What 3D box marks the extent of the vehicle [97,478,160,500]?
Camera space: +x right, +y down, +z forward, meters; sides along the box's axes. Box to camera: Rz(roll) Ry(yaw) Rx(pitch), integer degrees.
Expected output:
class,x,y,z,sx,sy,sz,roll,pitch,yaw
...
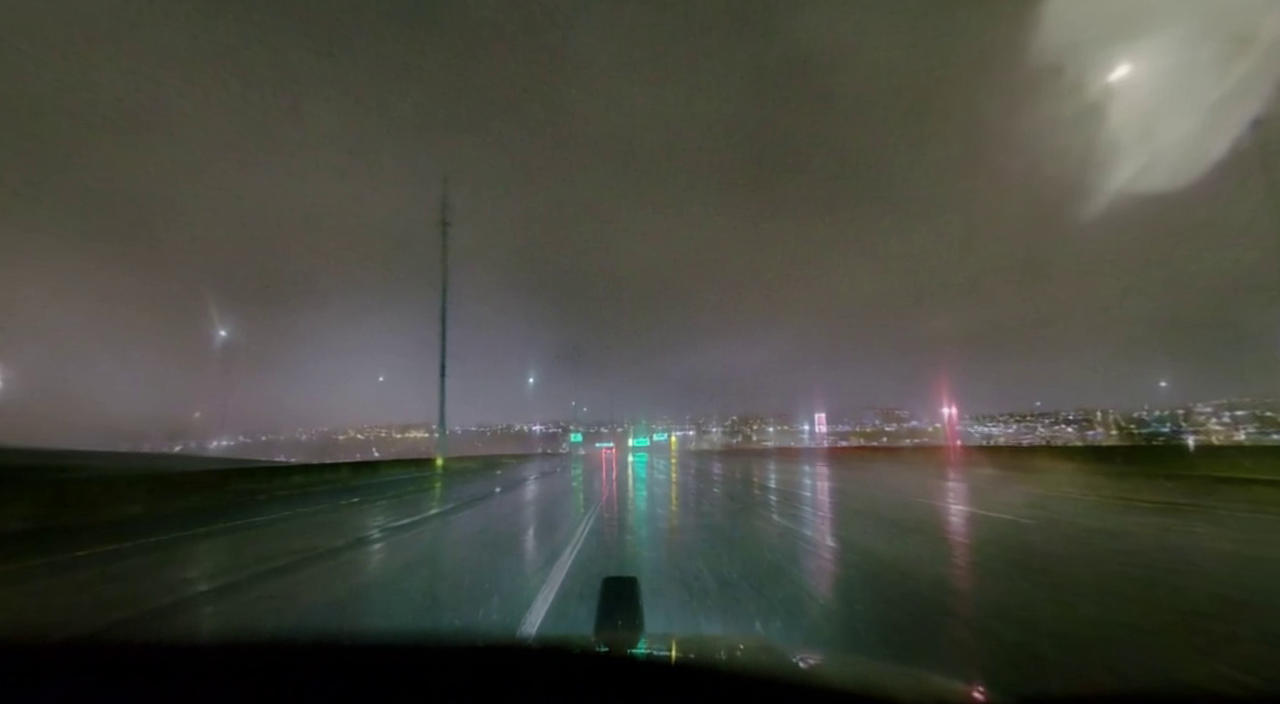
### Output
class,x,y,z,sx,sy,sz,roll,pitch,yaw
vehicle,-39.132,10.460,48.358,1.728,1.413,3.694,0,-8,-1
